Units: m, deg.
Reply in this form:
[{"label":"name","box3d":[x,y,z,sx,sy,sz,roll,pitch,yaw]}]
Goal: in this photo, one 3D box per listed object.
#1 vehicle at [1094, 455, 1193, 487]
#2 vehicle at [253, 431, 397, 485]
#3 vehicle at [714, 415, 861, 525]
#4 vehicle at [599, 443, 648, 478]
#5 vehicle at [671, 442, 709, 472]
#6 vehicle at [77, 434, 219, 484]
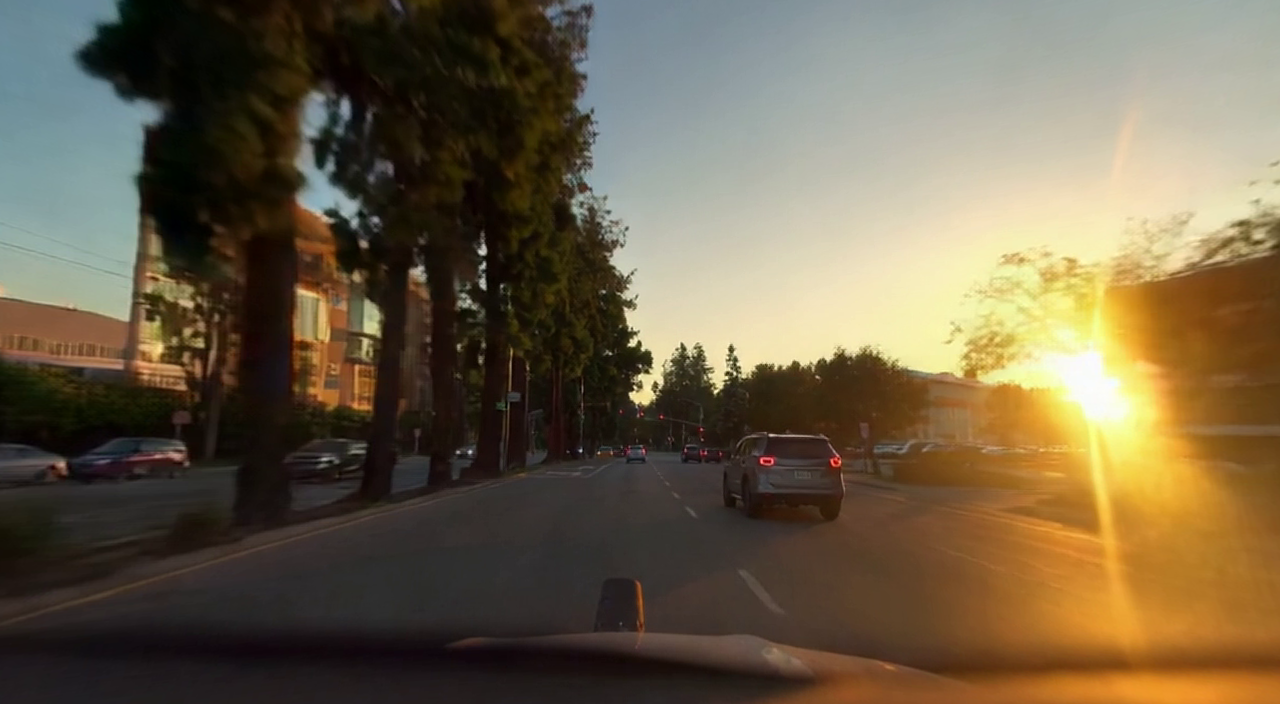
[{"label":"vehicle","box3d":[29.058,6.858,36.682,1.912,1.598,4.602,-1,-8,0]},{"label":"vehicle","box3d":[-11.585,3.973,23.909,2.496,1.750,5.670,-1,-9,1]},{"label":"vehicle","box3d":[2.917,2.449,13.588,2.035,1.940,4.299,1,-9,-1]},{"label":"vehicle","box3d":[-0.707,4.966,29.124,2.119,1.460,3.847,-1,-9,0]},{"label":"vehicle","box3d":[3.019,6.501,39.300,1.922,1.708,4.126,0,-9,-1]},{"label":"vehicle","box3d":[-19.323,4.204,25.124,1.958,1.756,4.530,-1,-9,0]}]
